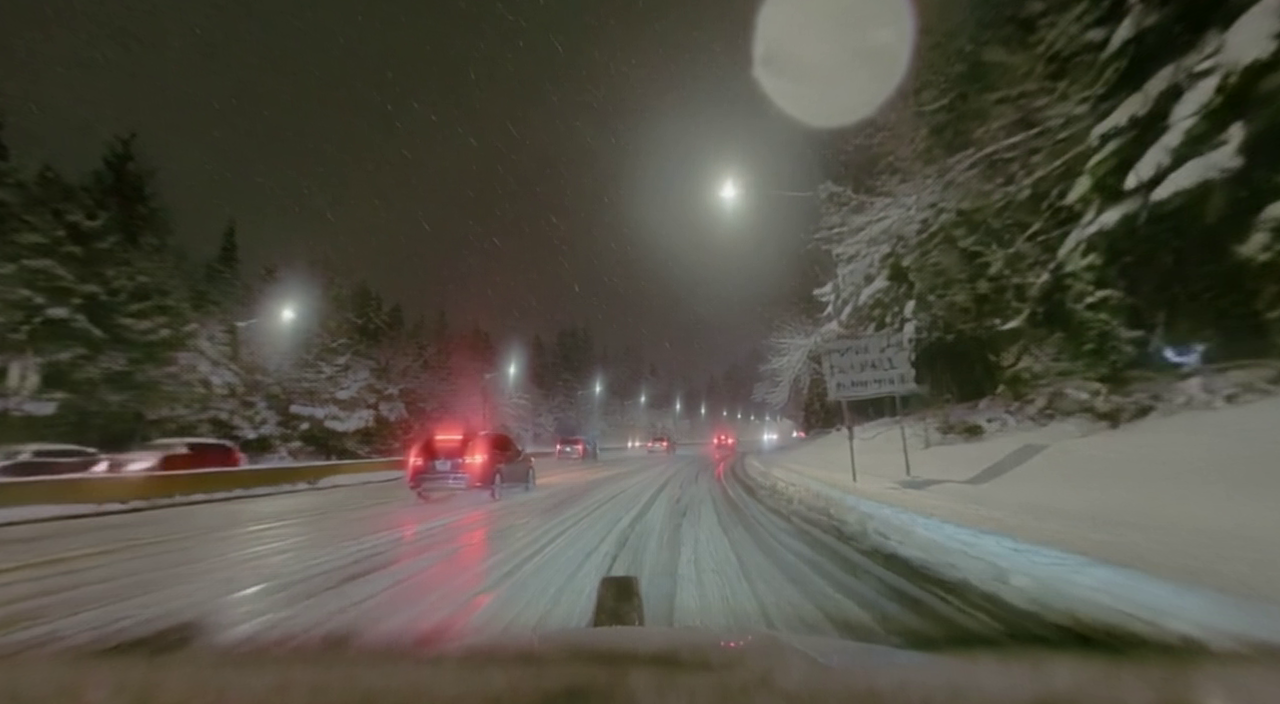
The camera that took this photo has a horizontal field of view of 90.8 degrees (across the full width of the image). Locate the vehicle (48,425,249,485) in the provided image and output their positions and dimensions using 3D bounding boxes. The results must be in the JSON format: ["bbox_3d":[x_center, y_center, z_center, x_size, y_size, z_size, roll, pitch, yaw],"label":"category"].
[{"bbox_3d":[-15.145,3.223,19.925,2.109,1.607,4.759,0,-9,8],"label":"vehicle"}]

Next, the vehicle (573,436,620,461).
[{"bbox_3d":[-2.692,6.082,39.816,1.860,1.442,4.332,0,-9,11],"label":"vehicle"}]

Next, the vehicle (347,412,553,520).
[{"bbox_3d":[-3.326,2.134,12.290,2.082,1.638,4.644,0,-9,7],"label":"vehicle"}]

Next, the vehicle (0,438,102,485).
[{"bbox_3d":[-21.632,3.738,21.803,1.833,1.507,4.465,0,-9,8],"label":"vehicle"}]
